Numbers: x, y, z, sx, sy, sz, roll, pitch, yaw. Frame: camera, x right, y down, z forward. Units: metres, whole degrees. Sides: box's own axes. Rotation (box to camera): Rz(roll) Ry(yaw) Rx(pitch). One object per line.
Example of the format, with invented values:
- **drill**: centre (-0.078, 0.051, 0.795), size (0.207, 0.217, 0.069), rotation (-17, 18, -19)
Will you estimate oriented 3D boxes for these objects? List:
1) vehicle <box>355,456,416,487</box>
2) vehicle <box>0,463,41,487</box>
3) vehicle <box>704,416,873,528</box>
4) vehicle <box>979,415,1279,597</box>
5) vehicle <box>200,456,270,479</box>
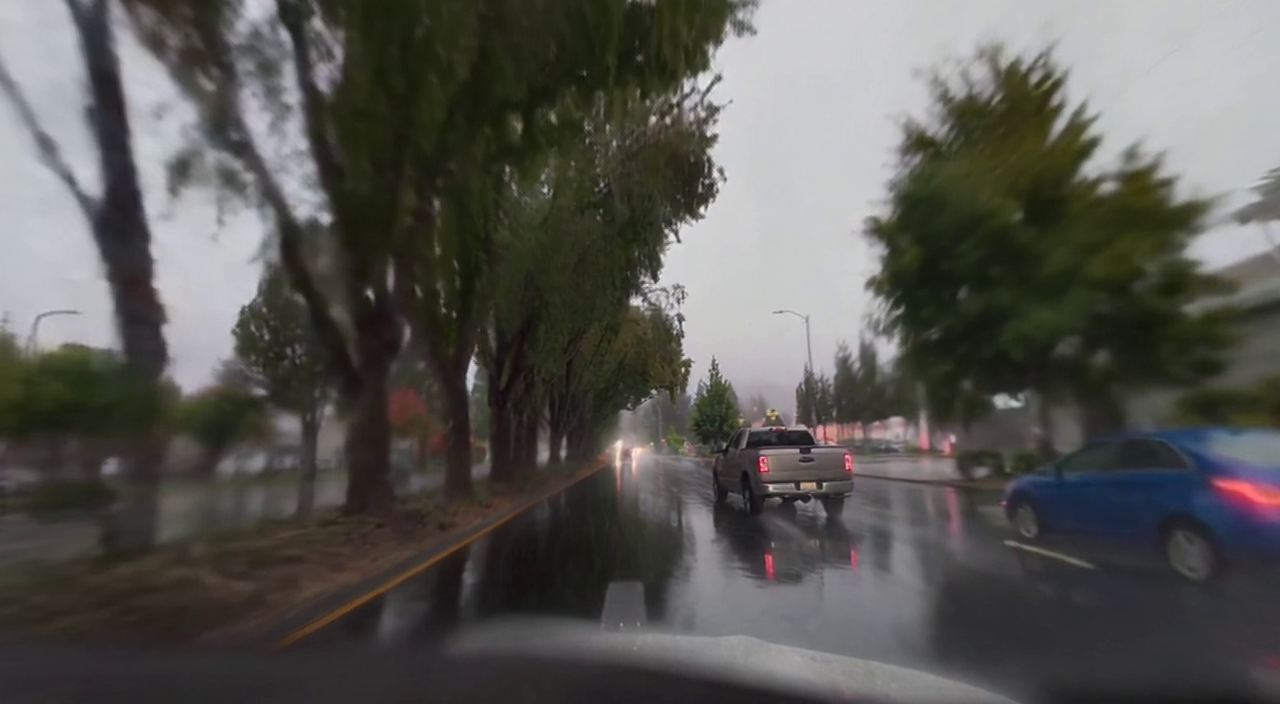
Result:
- **vehicle**: centre (-14.006, 6.586, 35.031), size (1.835, 1.487, 4.201), rotation (0, -8, -3)
- **vehicle**: centre (-41.998, 8.046, 41.442), size (3.565, 1.451, 1.715), rotation (0, -9, 0)
- **vehicle**: centre (2.718, 2.364, 13.080), size (2.138, 1.836, 5.245), rotation (0, -8, -1)
- **vehicle**: centre (6.394, 1.689, 7.817), size (1.993, 1.604, 4.260), rotation (0, -8, 0)
- **vehicle**: centre (-30.020, 8.581, 46.861), size (3.749, 1.600, 2.011), rotation (0, -8, -2)
